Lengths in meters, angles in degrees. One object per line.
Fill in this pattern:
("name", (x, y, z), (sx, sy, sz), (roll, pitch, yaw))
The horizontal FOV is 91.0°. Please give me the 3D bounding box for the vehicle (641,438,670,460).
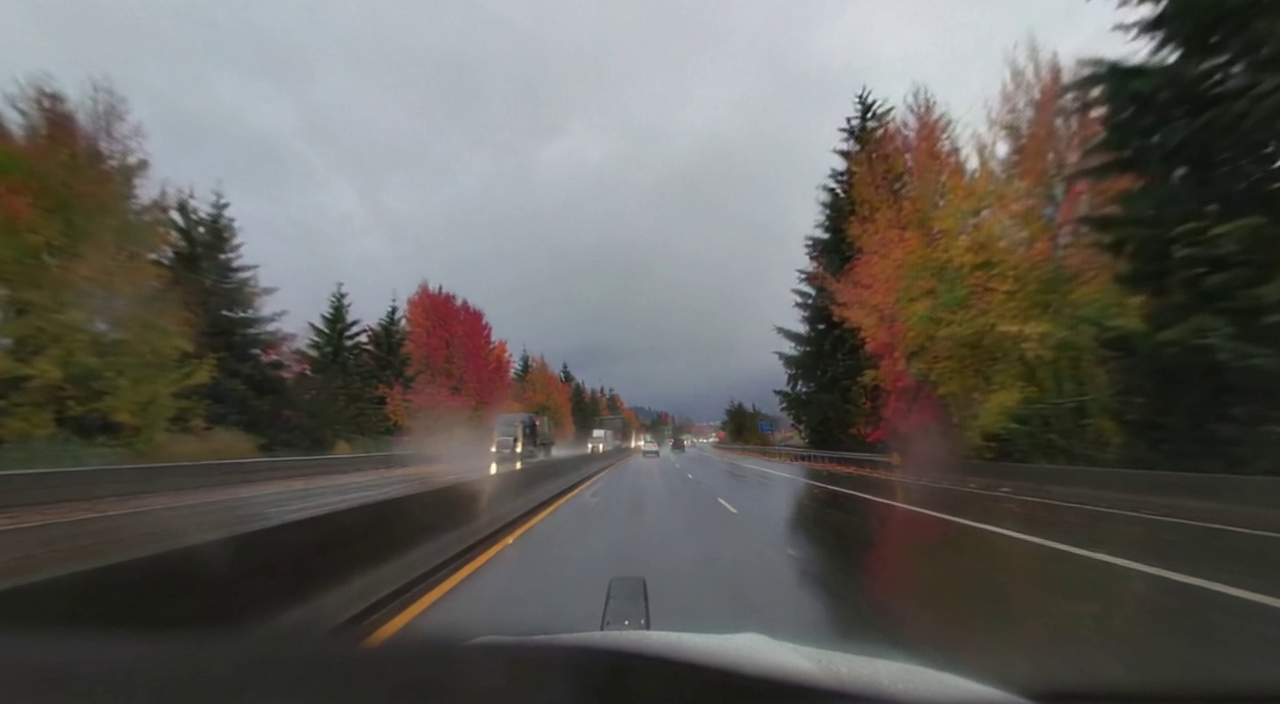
("vehicle", (1.021, 6.790, 44.119), (1.924, 1.498, 3.817), (0, -8, 0))
